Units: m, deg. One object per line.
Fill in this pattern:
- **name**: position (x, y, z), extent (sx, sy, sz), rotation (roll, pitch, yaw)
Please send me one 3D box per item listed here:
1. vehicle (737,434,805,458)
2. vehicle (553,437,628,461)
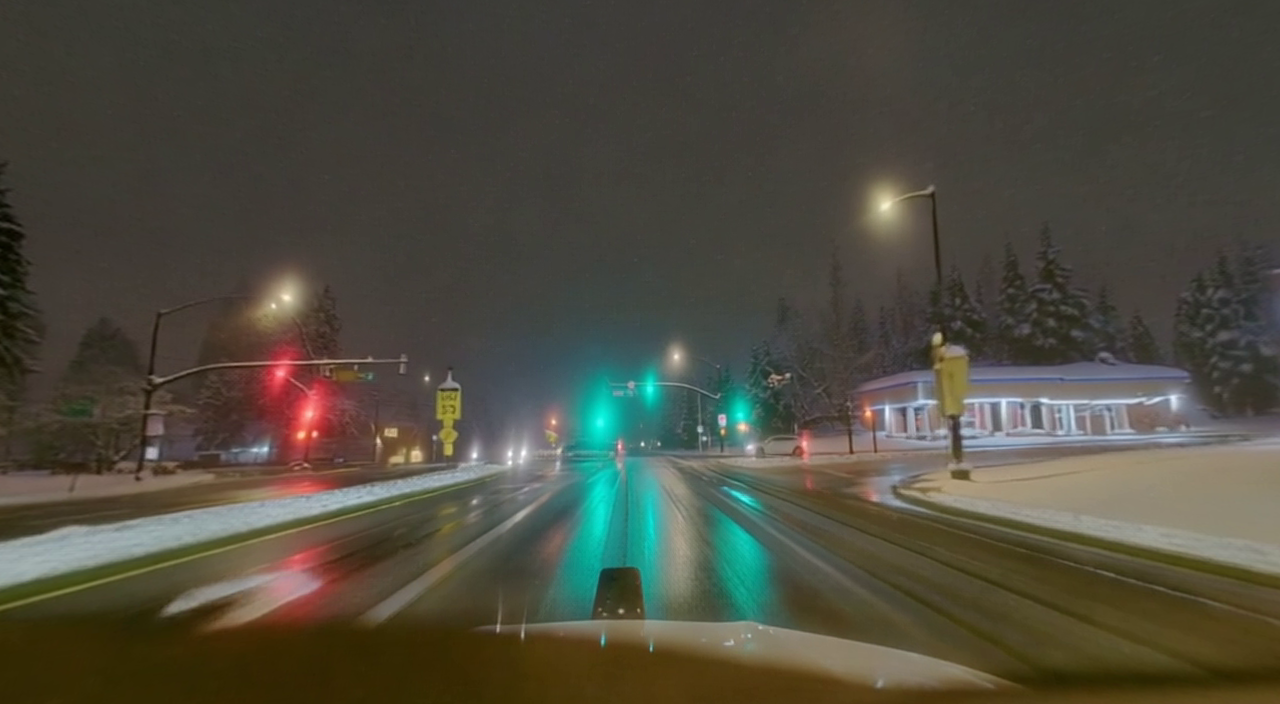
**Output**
- **vehicle**: position (9.414, 6.799, 45.695), extent (4.478, 1.678, 1.870), rotation (0, -8, 2)
- **vehicle**: position (-3.364, 6.566, 42.876), extent (4.709, 1.501, 1.895), rotation (4, -9, -25)
